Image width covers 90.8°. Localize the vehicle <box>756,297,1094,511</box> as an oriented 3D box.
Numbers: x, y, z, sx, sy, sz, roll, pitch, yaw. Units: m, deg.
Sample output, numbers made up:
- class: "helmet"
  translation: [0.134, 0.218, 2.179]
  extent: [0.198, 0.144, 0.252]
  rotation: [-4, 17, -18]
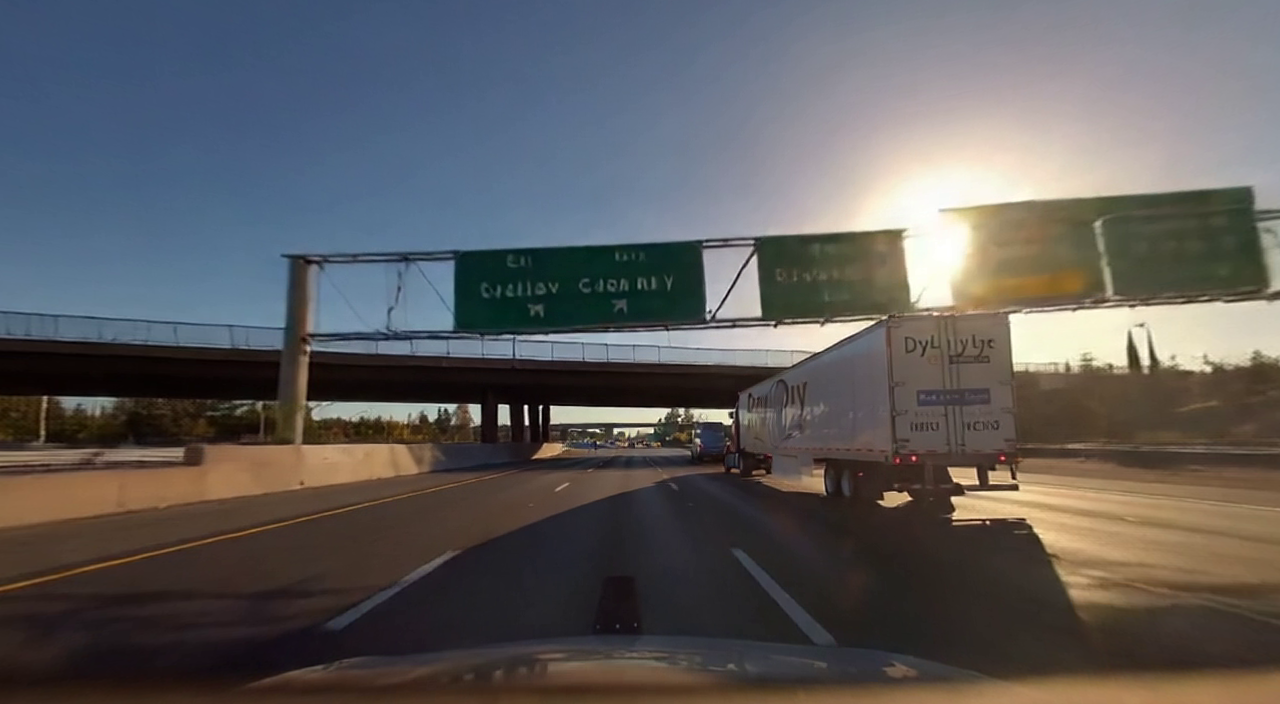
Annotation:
- class: "vehicle"
  translation: [6.701, 2.086, 19.757]
  extent: [2.962, 3.947, 16.241]
  rotation: [0, -8, 0]
